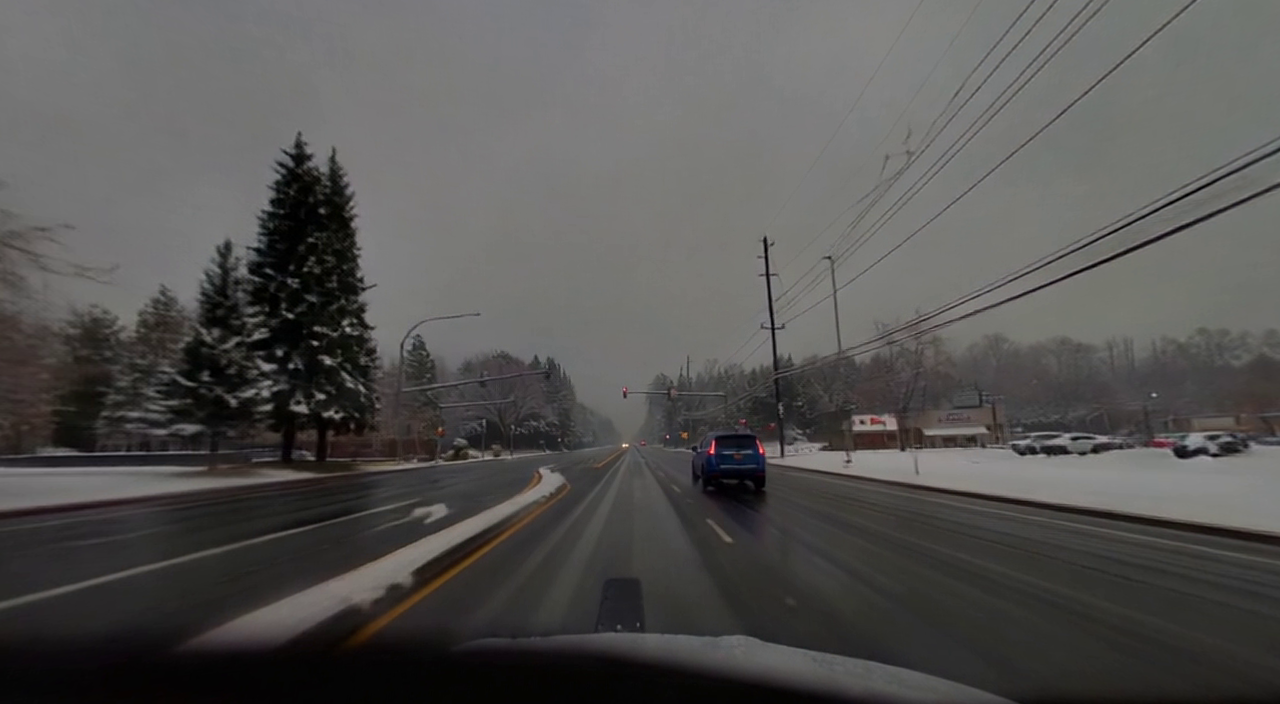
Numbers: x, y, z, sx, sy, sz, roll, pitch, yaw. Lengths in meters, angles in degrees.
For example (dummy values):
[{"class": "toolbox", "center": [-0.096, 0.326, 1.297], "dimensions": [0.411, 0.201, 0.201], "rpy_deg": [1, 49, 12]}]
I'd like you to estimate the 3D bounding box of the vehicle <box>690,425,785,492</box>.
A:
[{"class": "vehicle", "center": [2.860, 3.267, 19.706], "dimensions": [2.060, 1.820, 4.713], "rpy_deg": [0, -9, -2]}]
